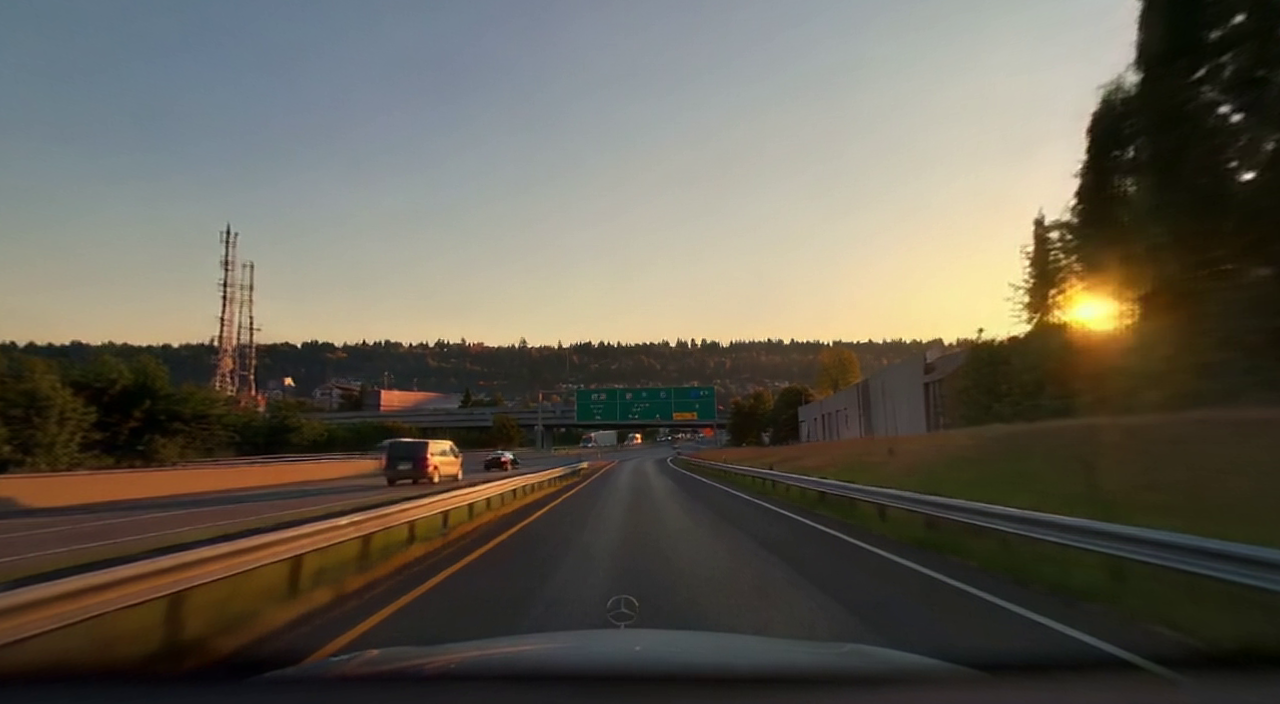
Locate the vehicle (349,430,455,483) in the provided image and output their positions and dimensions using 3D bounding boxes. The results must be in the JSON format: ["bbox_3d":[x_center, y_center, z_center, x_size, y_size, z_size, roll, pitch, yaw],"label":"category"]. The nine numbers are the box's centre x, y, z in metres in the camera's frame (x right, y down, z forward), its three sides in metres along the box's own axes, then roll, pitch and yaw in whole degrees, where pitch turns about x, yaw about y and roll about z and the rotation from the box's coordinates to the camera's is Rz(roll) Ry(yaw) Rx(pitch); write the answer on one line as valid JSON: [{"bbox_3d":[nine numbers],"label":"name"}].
[{"bbox_3d":[-13.428,6.007,36.459,2.344,2.702,7.709,-1,-9,6],"label":"vehicle"}]
